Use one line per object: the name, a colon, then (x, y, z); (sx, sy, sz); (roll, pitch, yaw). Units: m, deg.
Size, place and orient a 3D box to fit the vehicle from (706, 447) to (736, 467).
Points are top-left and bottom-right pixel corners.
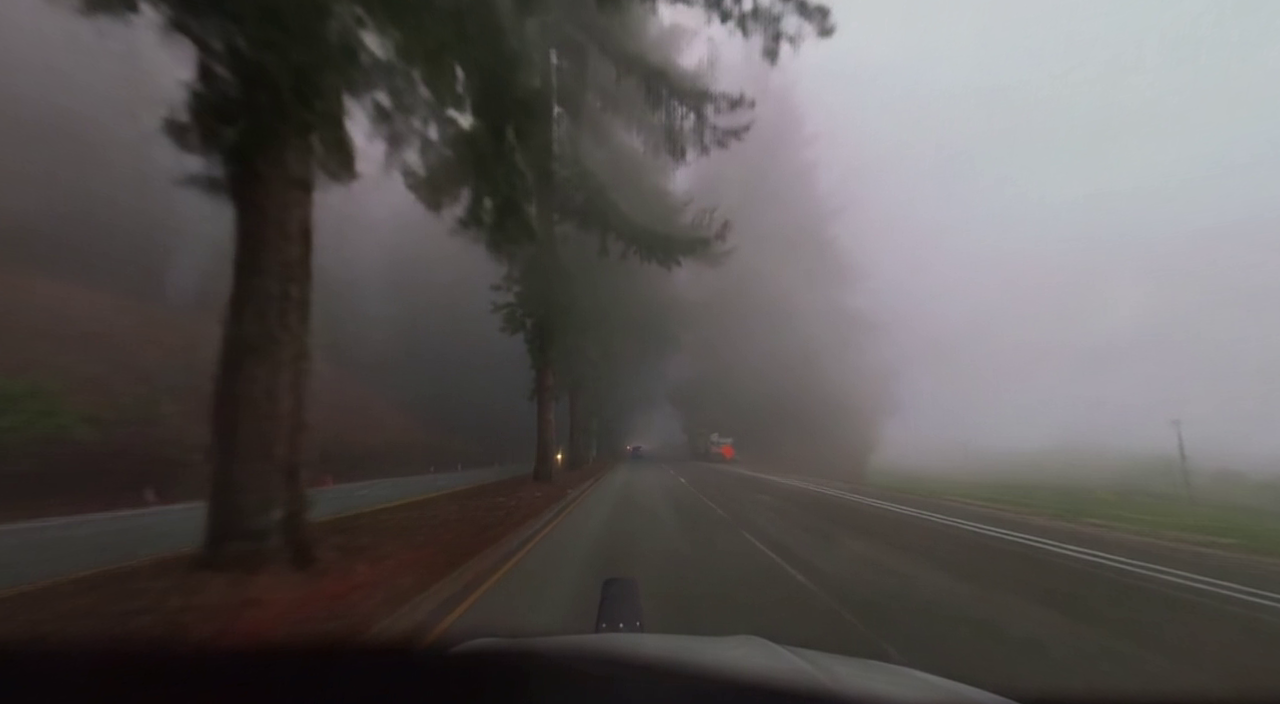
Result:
vehicle: (6.272, 8.189, 49.331); (1.904, 1.470, 4.583); (0, -8, 2)
